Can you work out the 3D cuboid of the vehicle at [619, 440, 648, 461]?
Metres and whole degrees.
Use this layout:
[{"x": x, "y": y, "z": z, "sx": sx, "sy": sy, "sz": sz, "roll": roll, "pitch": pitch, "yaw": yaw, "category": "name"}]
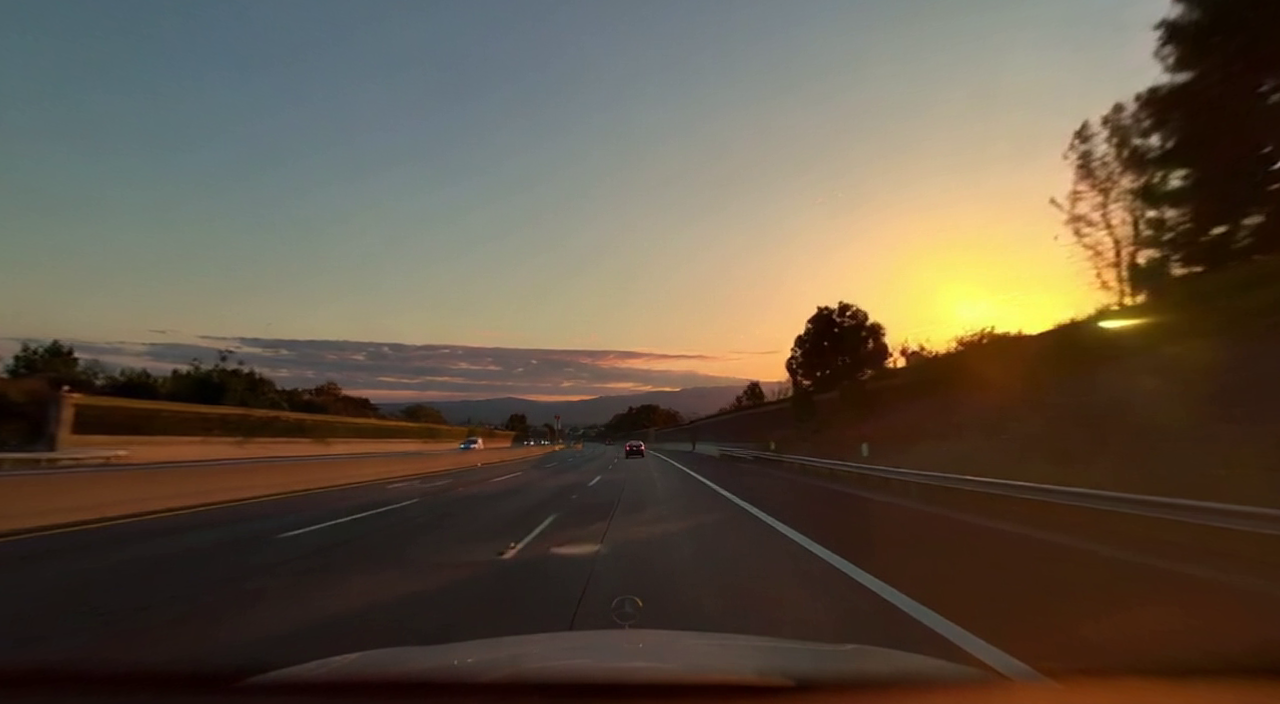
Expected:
[{"x": -0.487, "y": 7.530, "z": 48.134, "sx": 2.083, "sy": 1.524, "sz": 4.251, "roll": 0, "pitch": -8, "yaw": 0, "category": "vehicle"}]
